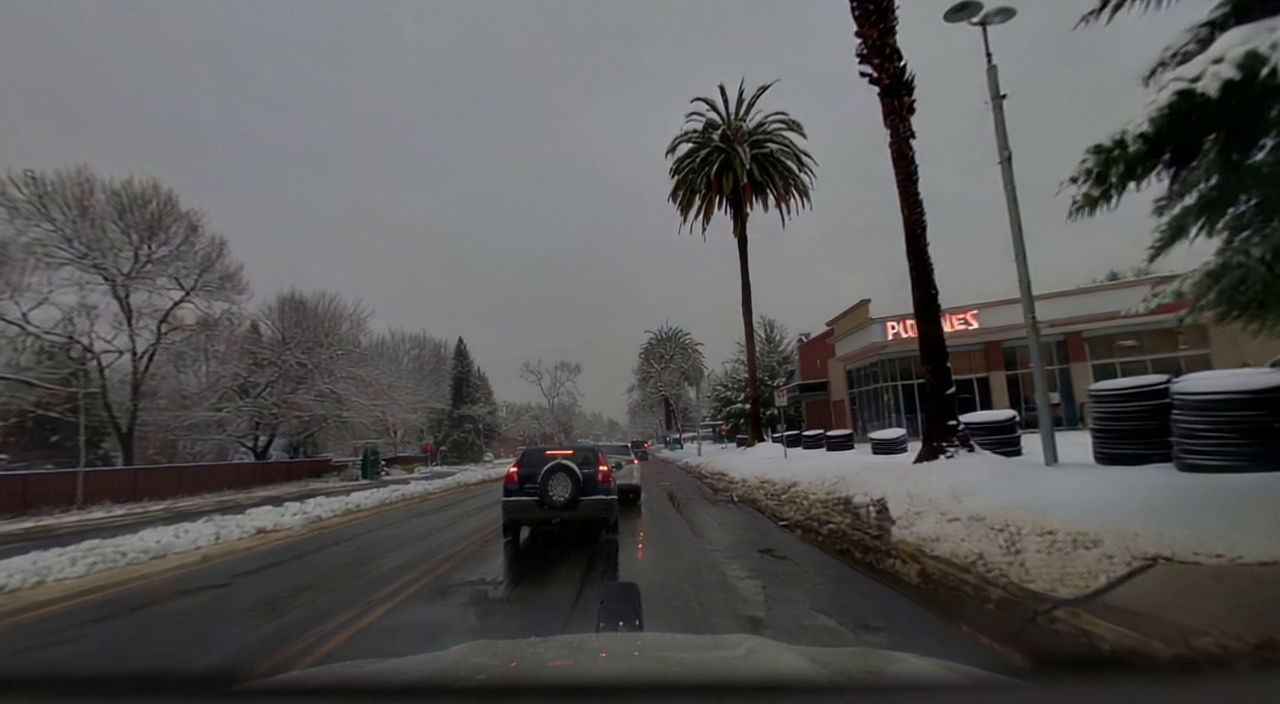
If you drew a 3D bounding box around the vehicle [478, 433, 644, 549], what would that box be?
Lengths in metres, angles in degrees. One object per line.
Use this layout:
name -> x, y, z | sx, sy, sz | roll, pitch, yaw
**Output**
vehicle -> -1.097, 2.137, 10.413 | 2.169, 1.495, 4.048 | 0, -8, -2
